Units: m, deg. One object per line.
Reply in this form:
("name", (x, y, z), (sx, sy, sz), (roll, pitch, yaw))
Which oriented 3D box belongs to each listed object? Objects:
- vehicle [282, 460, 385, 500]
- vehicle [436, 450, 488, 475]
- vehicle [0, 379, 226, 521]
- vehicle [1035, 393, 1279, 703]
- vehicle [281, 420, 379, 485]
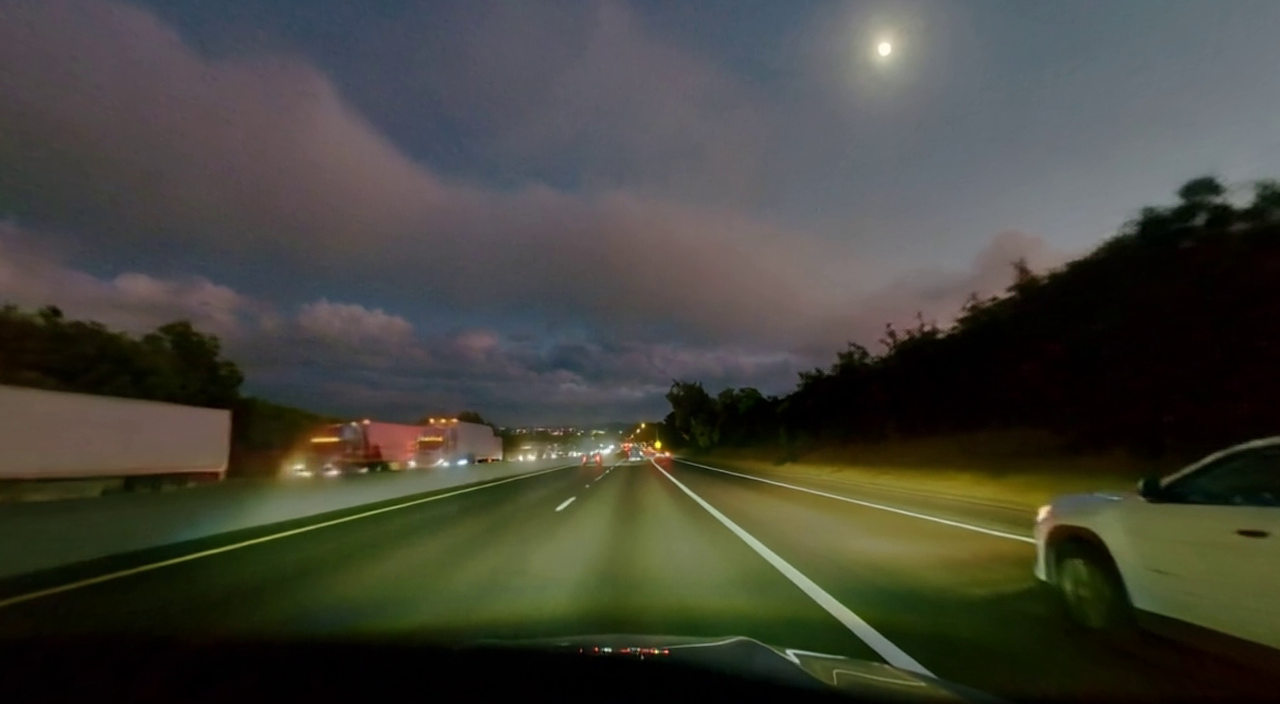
("vehicle", (-11.841, 4.950, 24.676), (1.930, 1.372, 3.971), (0, -9, 2))
("vehicle", (-11.271, 7.020, 40.217), (1.910, 1.506, 4.487), (0, -9, 1))
("vehicle", (-20.485, 3.387, 21.704), (2.928, 4.170, 14.022), (0, -9, 0))
("vehicle", (3.844, 0.852, 2.202), (2.053, 1.504, 4.386), (0, -9, 0))
("vehicle", (-19.981, 6.527, 41.185), (3.025, 3.867, 6.475), (0, -9, 0))
